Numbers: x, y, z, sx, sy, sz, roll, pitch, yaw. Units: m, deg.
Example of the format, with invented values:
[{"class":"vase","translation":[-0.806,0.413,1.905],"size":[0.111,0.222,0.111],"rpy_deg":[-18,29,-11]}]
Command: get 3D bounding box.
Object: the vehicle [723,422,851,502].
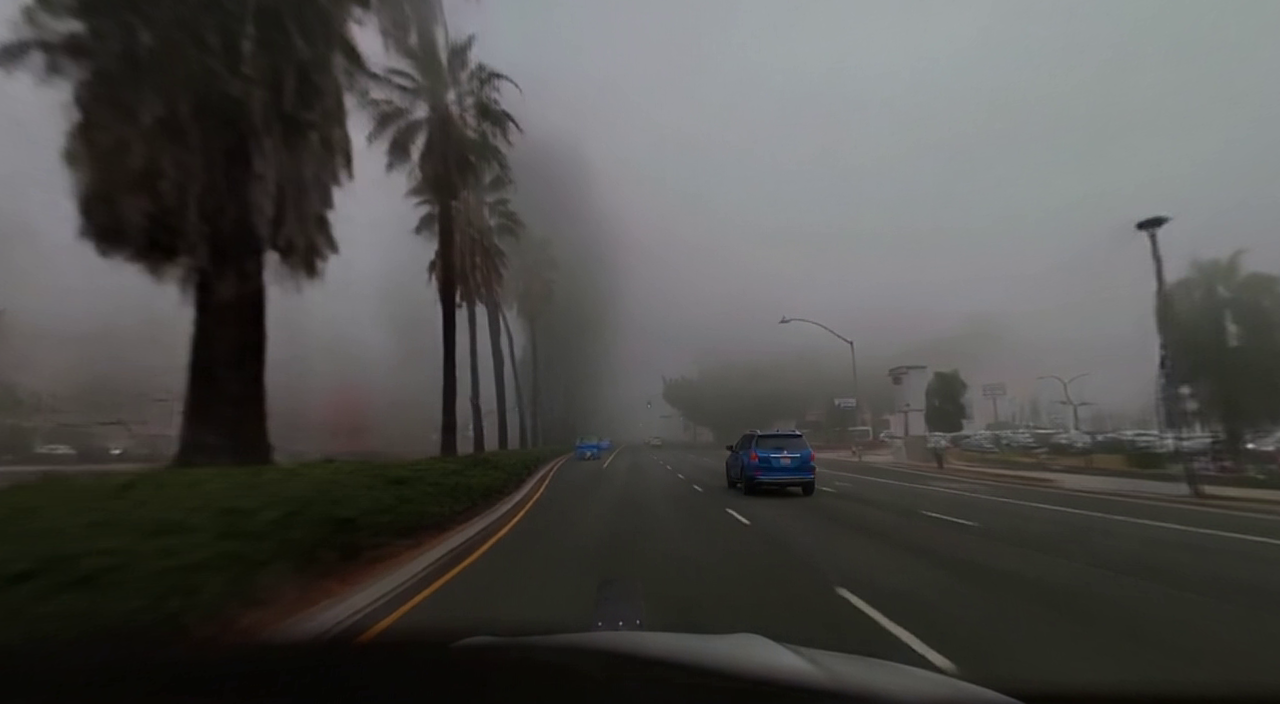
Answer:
[{"class":"vehicle","translation":[3.425,2.676,15.663],"size":[2.072,1.696,4.177],"rpy_deg":[0,-9,-1]}]
